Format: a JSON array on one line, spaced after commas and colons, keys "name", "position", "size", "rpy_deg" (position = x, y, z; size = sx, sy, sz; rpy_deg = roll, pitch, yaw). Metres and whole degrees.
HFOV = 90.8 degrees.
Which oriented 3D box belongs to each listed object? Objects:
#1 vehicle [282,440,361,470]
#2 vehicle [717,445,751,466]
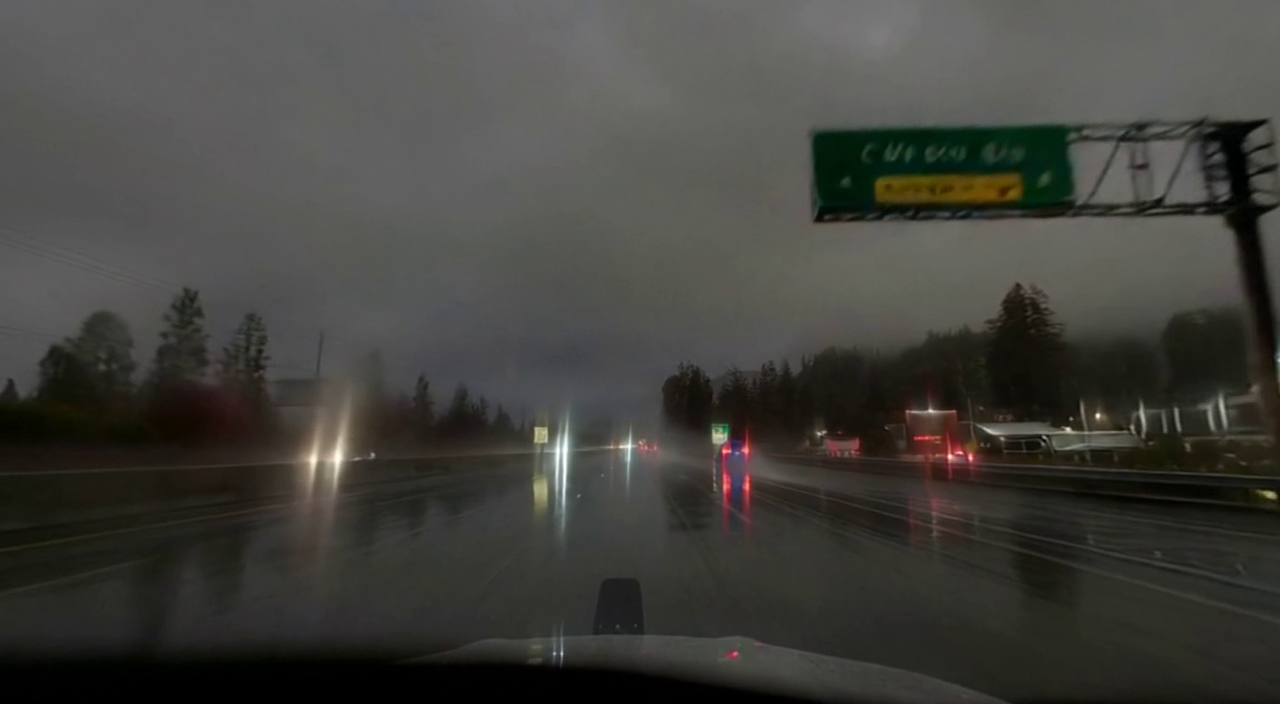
[{"name": "vehicle", "position": [-19.141, 6.224, 38.283], "size": [2.208, 1.660, 5.052], "rpy_deg": [0, -9, 0]}, {"name": "vehicle", "position": [7.195, 7.985, 48.981], "size": [1.958, 1.498, 4.447], "rpy_deg": [0, -7, 0]}]
